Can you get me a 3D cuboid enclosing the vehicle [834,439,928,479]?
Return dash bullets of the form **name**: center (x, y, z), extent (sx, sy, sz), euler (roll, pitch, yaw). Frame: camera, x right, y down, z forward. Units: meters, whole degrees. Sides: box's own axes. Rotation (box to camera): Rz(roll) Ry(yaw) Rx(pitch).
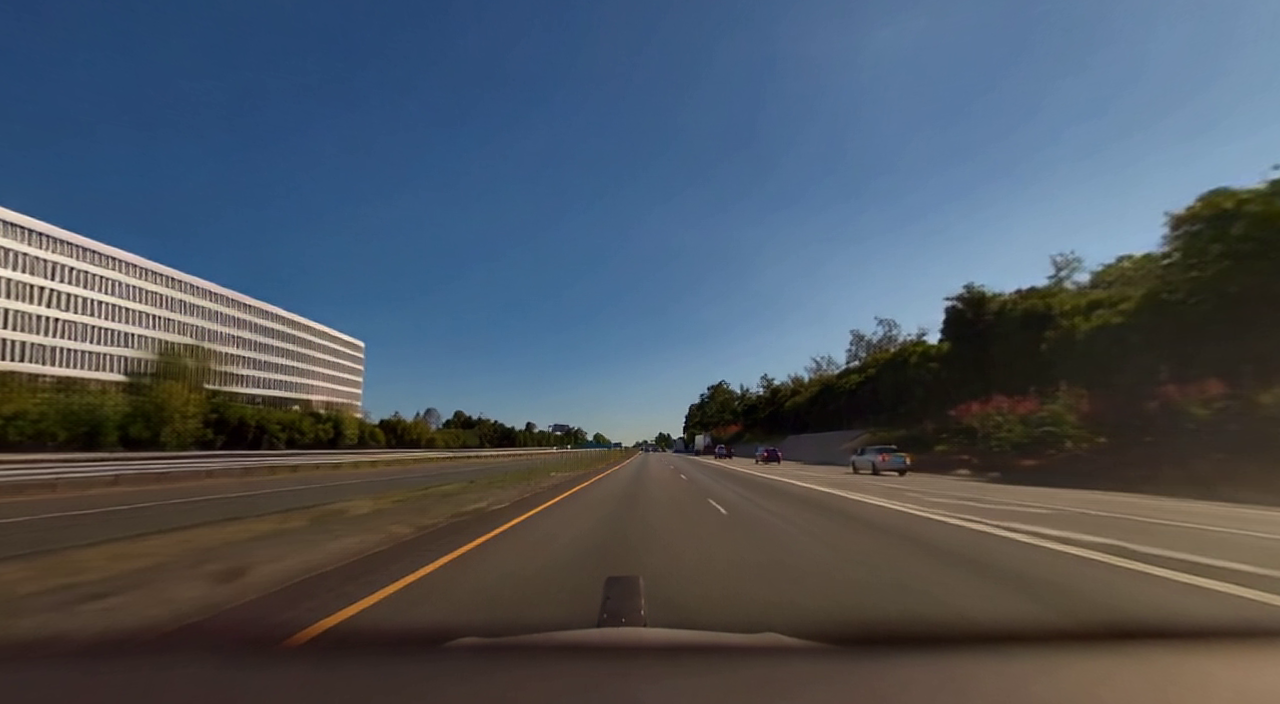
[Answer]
- **vehicle**: center (10.682, 4.777, 28.391), extent (2.127, 1.646, 4.926), euler (0, -9, -2)
